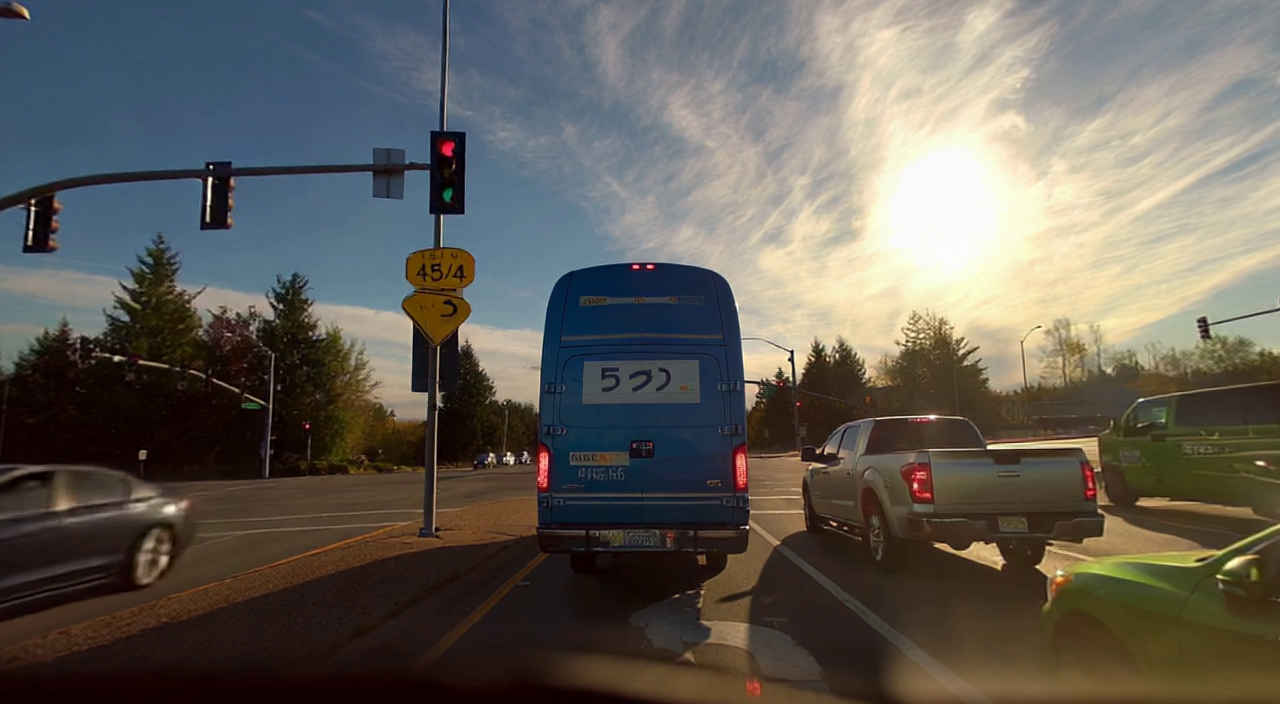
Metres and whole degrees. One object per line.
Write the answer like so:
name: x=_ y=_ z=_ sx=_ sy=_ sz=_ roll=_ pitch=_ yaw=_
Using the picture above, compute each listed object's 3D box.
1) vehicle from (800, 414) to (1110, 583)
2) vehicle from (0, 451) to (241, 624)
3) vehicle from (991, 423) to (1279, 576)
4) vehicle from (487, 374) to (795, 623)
vehicle: x=3.572 y=1.716 z=8.181 sx=1.981 sy=1.616 sz=4.006 roll=0 pitch=-8 yaw=1
vehicle: x=-7.334 y=1.960 z=7.132 sx=2.410 sy=1.596 sz=4.931 roll=0 pitch=-8 yaw=0
vehicle: x=6.837 y=1.739 z=8.284 sx=1.973 sy=1.470 sz=4.228 roll=0 pitch=-8 yaw=-1
vehicle: x=0.044 y=1.472 z=7.343 sx=2.326 sy=1.880 sz=4.964 roll=0 pitch=-8 yaw=1
